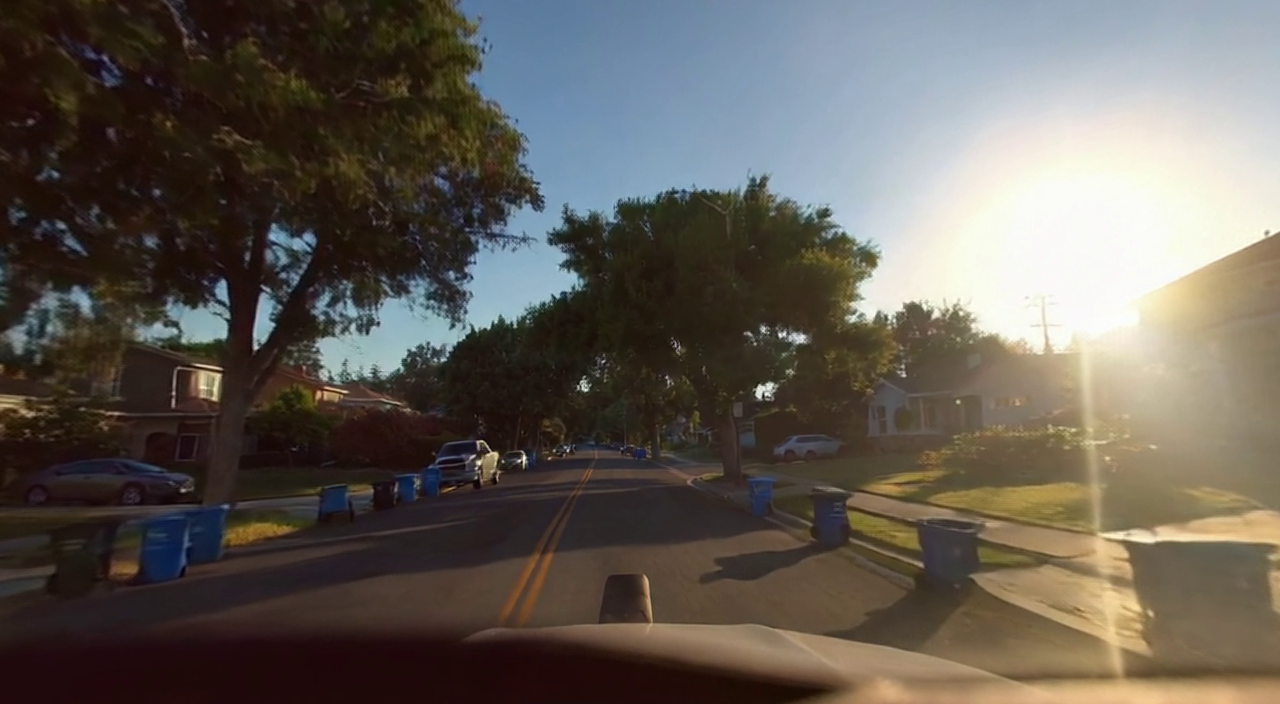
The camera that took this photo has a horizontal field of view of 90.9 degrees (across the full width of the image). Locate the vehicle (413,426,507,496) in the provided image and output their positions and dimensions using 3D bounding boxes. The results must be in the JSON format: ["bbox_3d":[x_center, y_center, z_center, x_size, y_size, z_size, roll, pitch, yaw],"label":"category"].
[{"bbox_3d":[-7.256,4.387,26.191,2.223,2.115,5.707,5,-4,-2],"label":"vehicle"}]

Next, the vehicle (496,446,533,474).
[{"bbox_3d":[-8.578,7.405,43.519,1.945,1.530,4.430,-4,-7,-5],"label":"vehicle"}]

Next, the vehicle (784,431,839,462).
[{"bbox_3d":[10.945,6.014,40.529,1.936,1.687,4.714,-4,-7,-2],"label":"vehicle"}]

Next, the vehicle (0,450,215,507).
[{"bbox_3d":[-15.762,3.760,18.858,4.617,1.491,1.953,-1,-10,-2],"label":"vehicle"}]
